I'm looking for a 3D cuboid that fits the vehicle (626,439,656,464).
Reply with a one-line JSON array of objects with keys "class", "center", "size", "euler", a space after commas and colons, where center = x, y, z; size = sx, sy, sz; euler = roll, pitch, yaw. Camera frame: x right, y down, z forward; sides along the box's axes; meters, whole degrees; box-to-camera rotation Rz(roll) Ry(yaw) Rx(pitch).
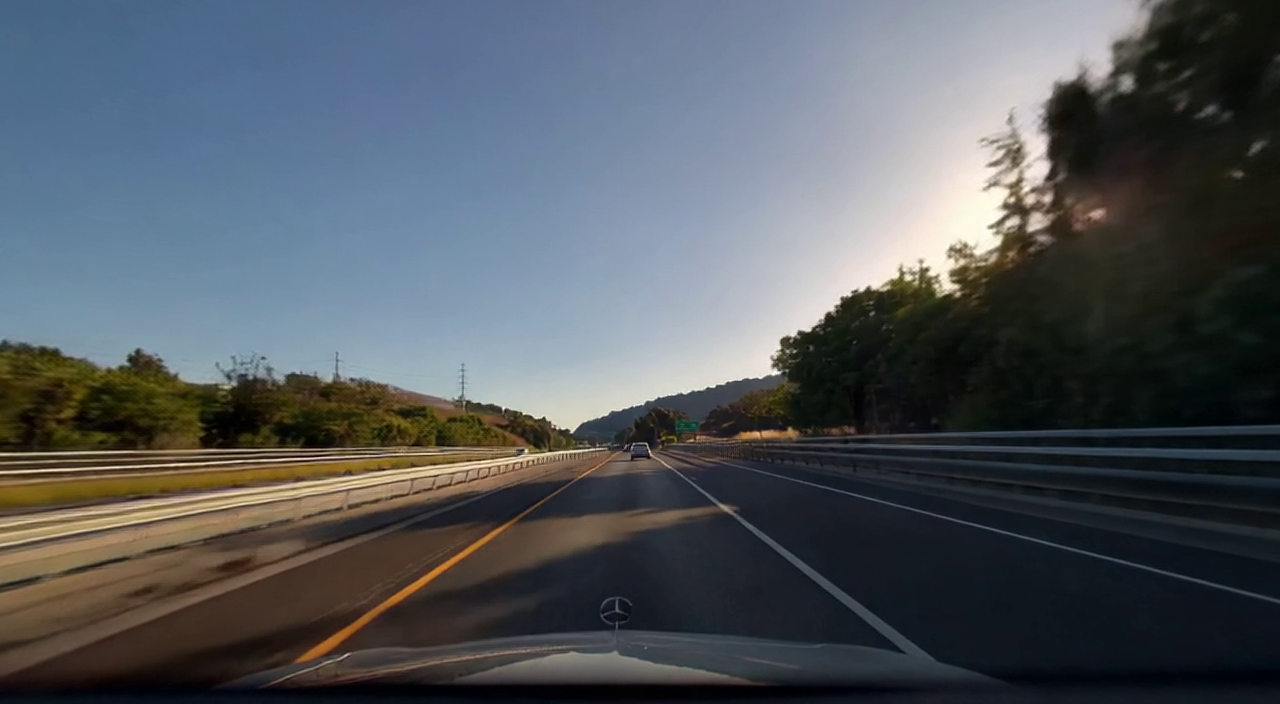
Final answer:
[{"class": "vehicle", "center": [0.024, 7.210, 45.898], "size": [2.059, 1.696, 4.165], "euler": [0, -8, -1]}]
